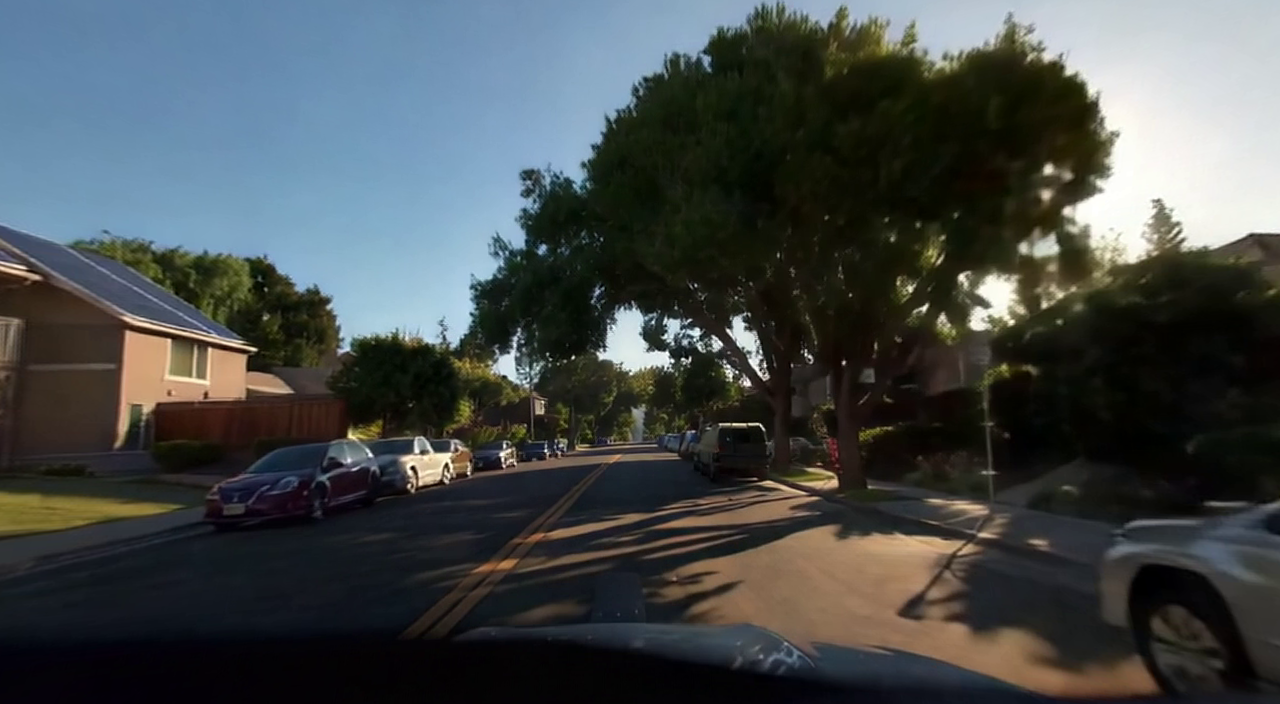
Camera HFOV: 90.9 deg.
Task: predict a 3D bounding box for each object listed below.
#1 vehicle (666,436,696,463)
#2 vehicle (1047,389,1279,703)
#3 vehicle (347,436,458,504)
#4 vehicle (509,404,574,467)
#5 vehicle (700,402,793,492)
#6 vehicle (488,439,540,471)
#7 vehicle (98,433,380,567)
[{"bbox_3d":[3.026,7.297,47.459,1.965,1.855,4.677,0,-8,0],"label":"vehicle"},{"bbox_3d":[3.159,0.724,1.046,1.916,1.484,4.638,0,-8,1],"label":"vehicle"},{"bbox_3d":[-6.236,3.077,16.929,1.758,1.519,3.396,-3,-7,-2],"label":"vehicle"},{"bbox_3d":[-6.198,5.428,41.047,2.896,3.648,8.004,0,-8,0],"label":"vehicle"},{"bbox_3d":[3.269,3.010,20.377,2.215,2.542,4.550,-1,-7,1],"label":"vehicle"},{"bbox_3d":[-6.355,5.227,32.265,1.921,1.470,4.068,0,-8,-2],"label":"vehicle"},{"bbox_3d":[-6.294,2.262,10.730,1.901,1.472,4.676,-2,-5,-2],"label":"vehicle"}]
